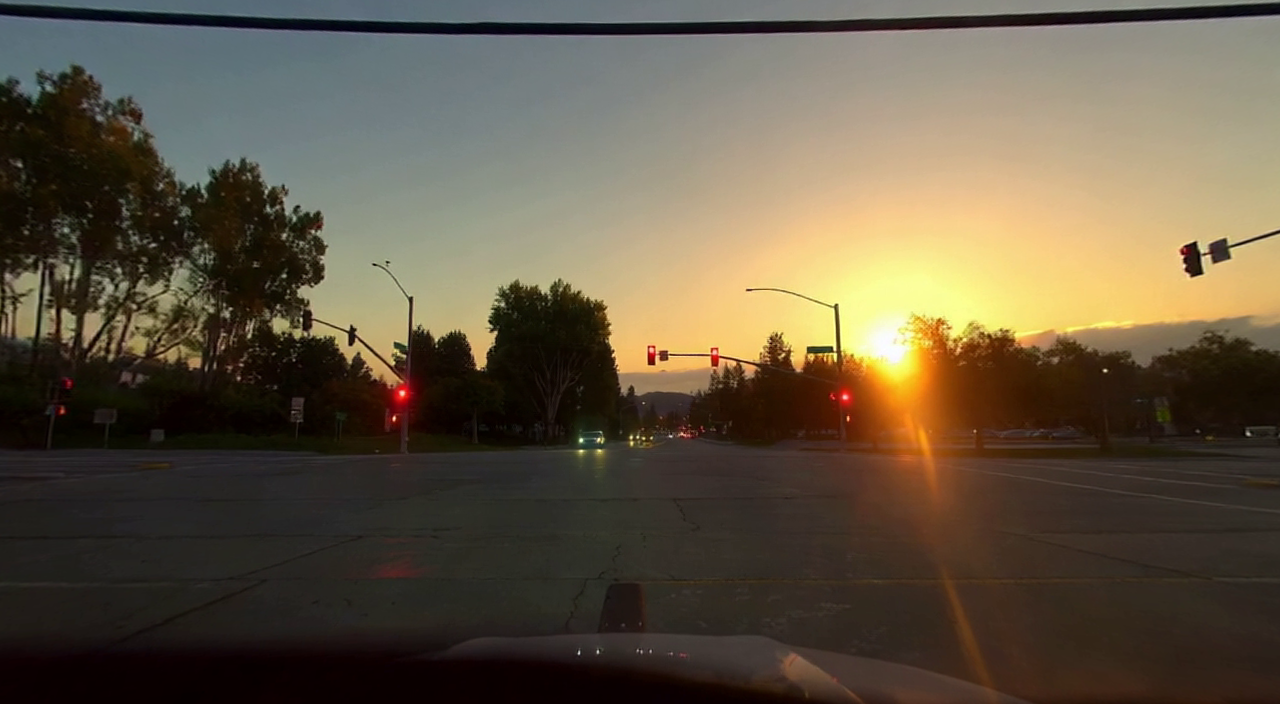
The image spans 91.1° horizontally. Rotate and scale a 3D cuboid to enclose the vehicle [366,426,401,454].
[{"bbox_3d":[-19.981,6.859,48.903,1.873,2.079,2.879,6,-10,-34],"label":"vehicle"}]
